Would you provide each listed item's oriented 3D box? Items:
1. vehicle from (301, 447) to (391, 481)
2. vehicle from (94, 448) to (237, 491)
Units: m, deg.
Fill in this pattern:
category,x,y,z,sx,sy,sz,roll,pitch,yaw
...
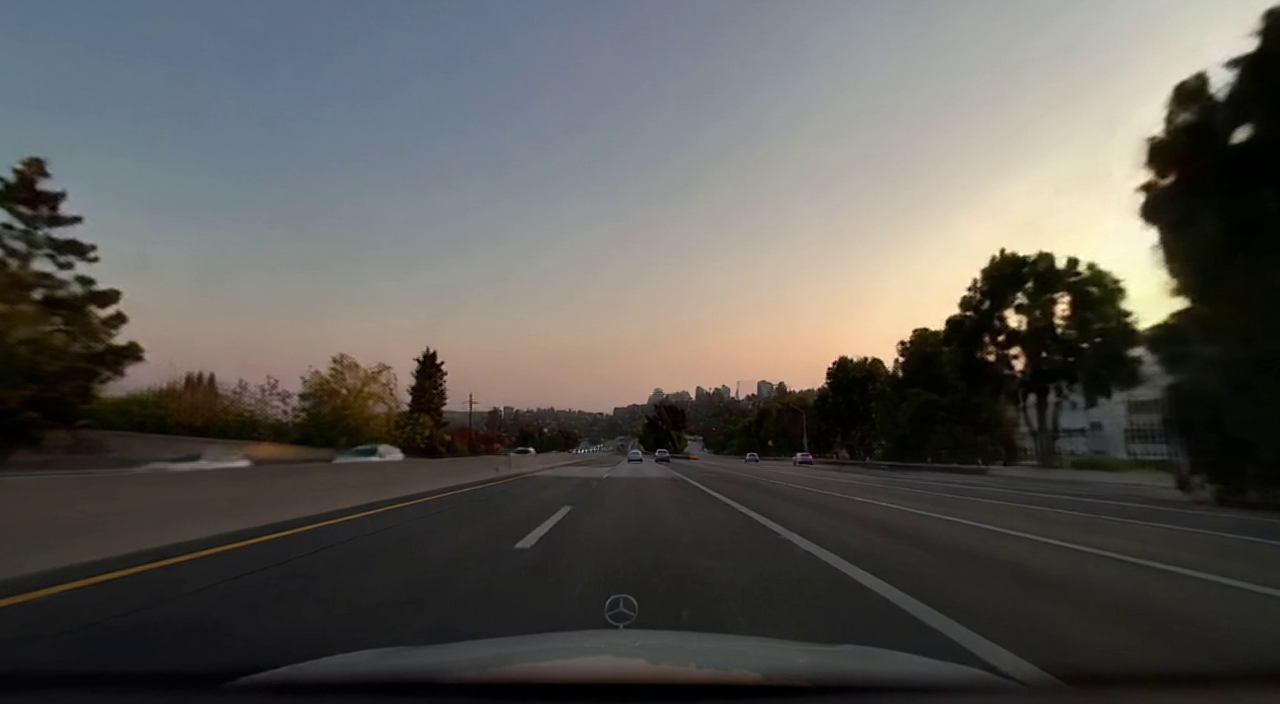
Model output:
category,x,y,z,sx,sy,sz,roll,pitch,yaw
vehicle,-13.822,5.276,30.046,2.069,1.493,4.539,0,-9,0
vehicle,-17.426,4.299,23.543,1.890,1.429,4.410,0,-9,0
